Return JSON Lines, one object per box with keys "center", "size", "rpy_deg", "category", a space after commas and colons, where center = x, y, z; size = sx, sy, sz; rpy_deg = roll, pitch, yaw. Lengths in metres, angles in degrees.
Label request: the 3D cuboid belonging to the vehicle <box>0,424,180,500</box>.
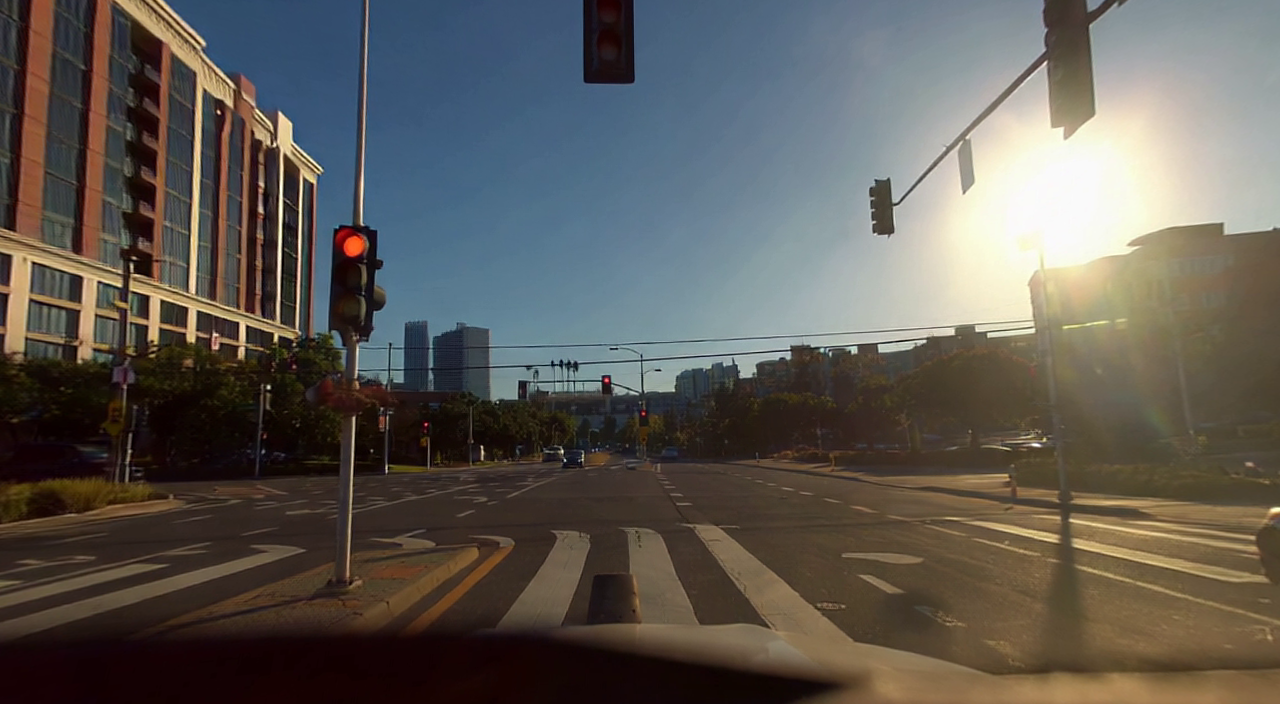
{"center": [-24.975, 4.822, 27.578], "size": [7.088, 3.096, 2.678], "rpy_deg": [0, -9, -2], "category": "vehicle"}
